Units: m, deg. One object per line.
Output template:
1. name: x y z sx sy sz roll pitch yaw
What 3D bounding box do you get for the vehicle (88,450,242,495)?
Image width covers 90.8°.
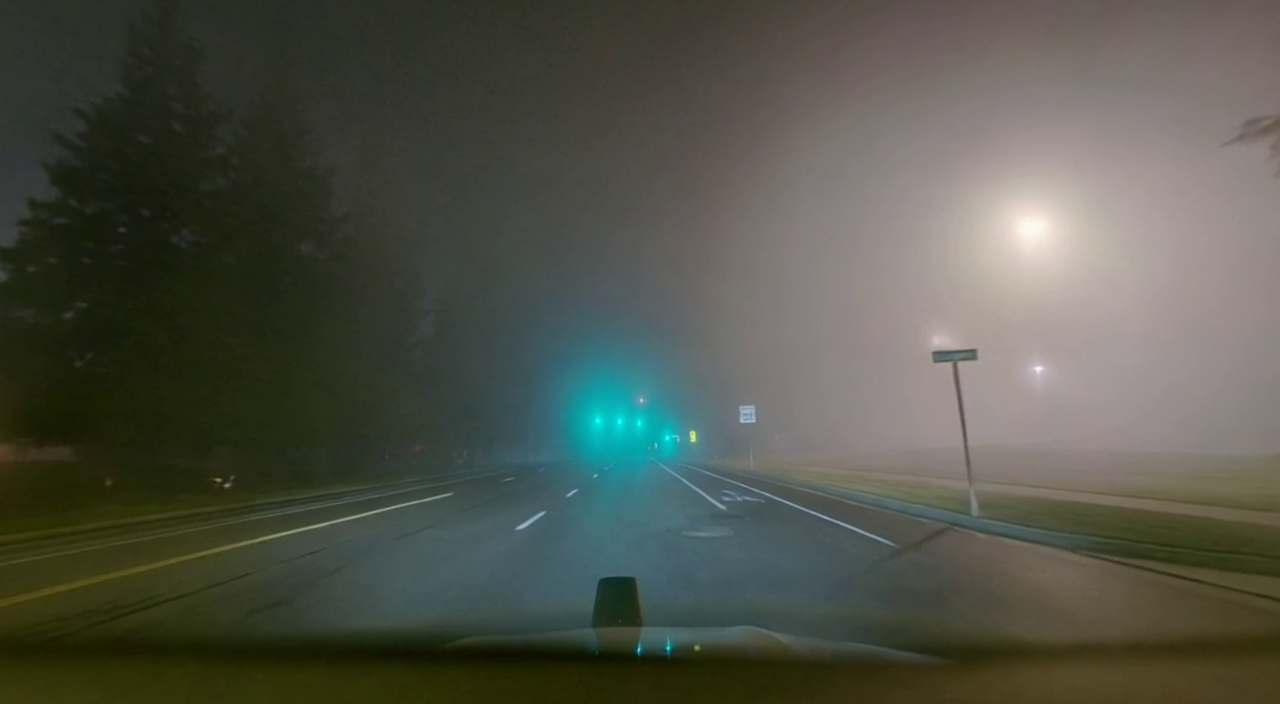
1. vehicle: -20.254 5.140 27.142 4.761 1.812 2.206 0 -9 -1
